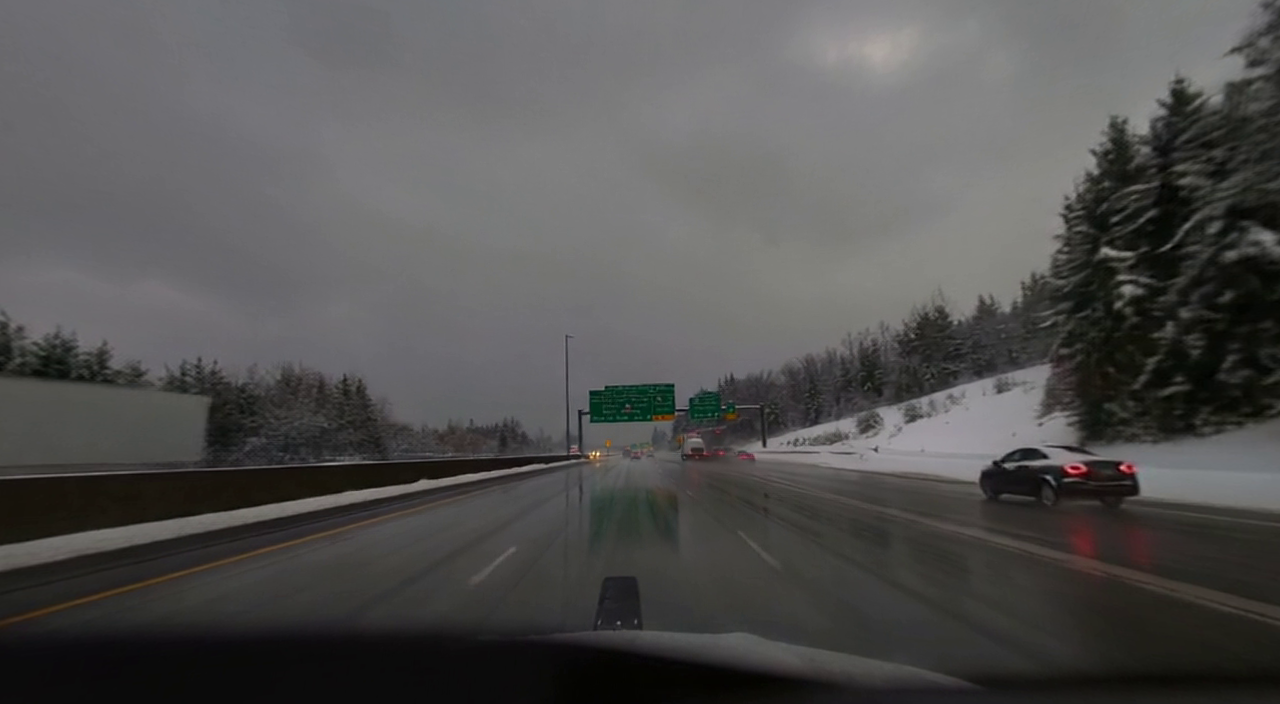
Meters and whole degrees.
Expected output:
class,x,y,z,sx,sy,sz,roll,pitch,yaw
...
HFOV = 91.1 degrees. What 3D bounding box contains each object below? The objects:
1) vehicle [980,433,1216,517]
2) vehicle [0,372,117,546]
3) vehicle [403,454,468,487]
class,x,y,z,sx,sy,sz,roll,pitch,yaw
vehicle,10.433,2.823,14.952,1.950,1.632,4.845,0,-9,0
vehicle,-16.252,2.348,13.753,3.138,3.947,7.349,0,-8,-1
vehicle,-10.217,5.943,31.764,1.913,1.474,4.284,0,-9,-1
